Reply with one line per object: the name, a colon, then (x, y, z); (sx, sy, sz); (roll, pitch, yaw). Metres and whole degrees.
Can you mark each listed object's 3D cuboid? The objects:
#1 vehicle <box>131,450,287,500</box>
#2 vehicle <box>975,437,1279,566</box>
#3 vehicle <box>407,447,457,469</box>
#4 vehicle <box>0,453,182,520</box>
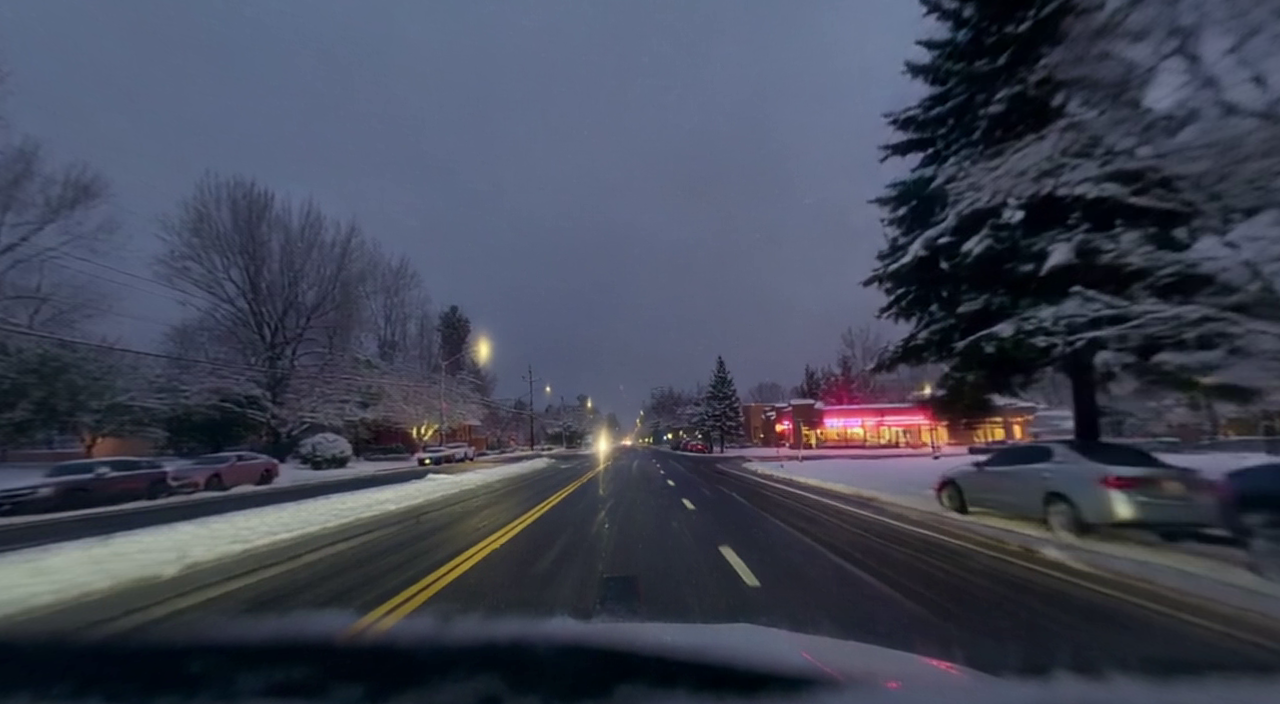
vehicle: (-14.820, 4.214, 22.162); (2.124, 1.501, 4.807); (0, -9, -1)
vehicle: (7.252, 2.055, 9.532); (1.954, 1.460, 4.388); (0, -9, 0)
vehicle: (-15.147, 7.708, 46.267); (2.106, 1.479, 4.541); (0, -9, 1)
vehicle: (-14.800, 3.463, 16.770); (1.836, 1.473, 4.413); (-1, -9, 2)
